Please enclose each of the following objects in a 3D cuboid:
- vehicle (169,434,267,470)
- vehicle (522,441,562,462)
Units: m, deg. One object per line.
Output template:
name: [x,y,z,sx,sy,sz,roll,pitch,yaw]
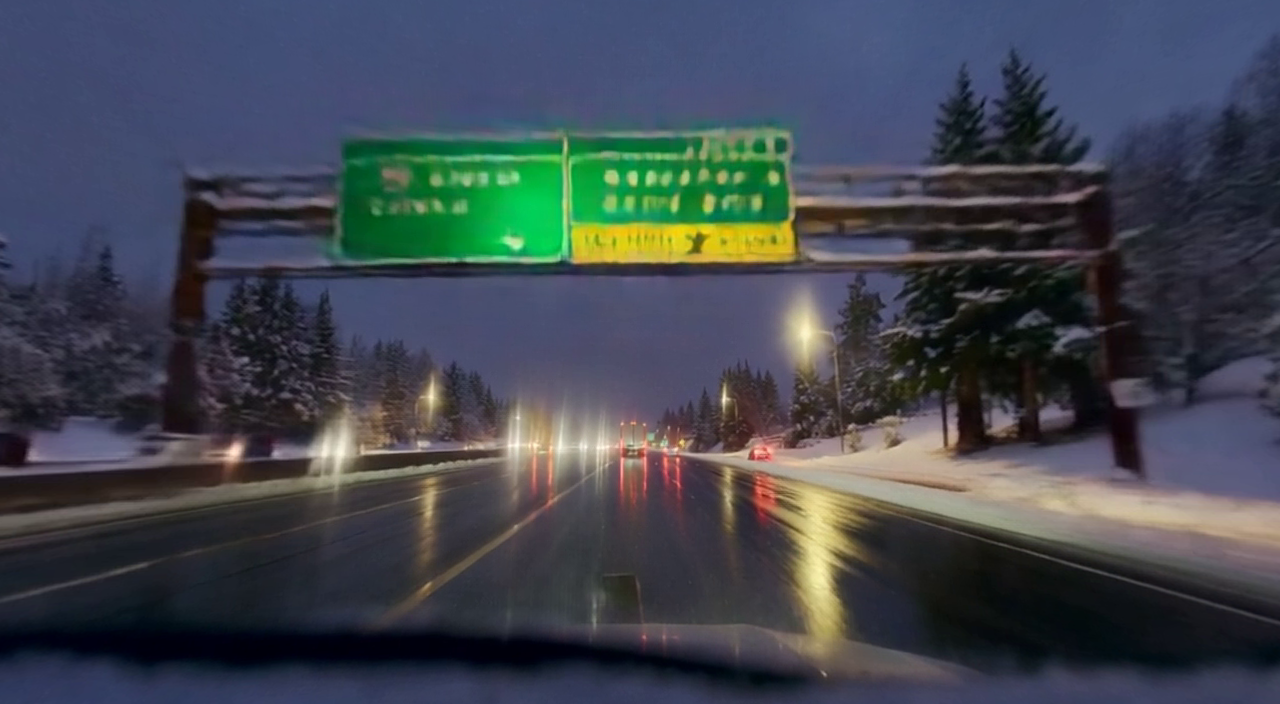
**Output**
vehicle: [-19.231,4.561,28.987,1.822,1.496,3.822,0,-8,0]
vehicle: [-7.282,7.449,47.405,2.117,1.518,4.930,0,-8,1]
